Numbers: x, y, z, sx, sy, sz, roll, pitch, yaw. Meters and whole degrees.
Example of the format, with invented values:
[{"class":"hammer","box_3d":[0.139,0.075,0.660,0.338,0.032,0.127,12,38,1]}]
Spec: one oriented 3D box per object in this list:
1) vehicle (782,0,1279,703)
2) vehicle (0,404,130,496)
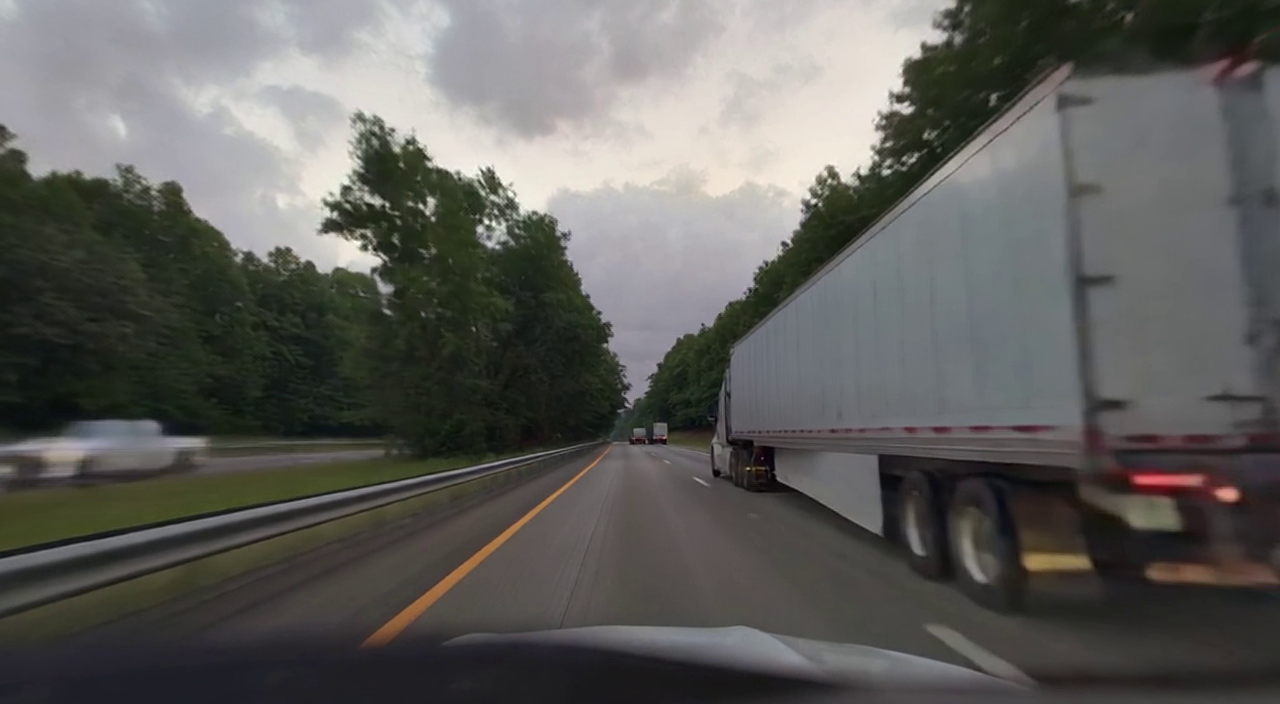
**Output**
[{"class":"vehicle","box_3d":[4.215,0.431,7.622,2.861,3.991,8.583,0,-8,-1]},{"class":"vehicle","box_3d":[-11.890,1.762,11.396,1.885,1.570,4.173,0,-8,-1]}]
